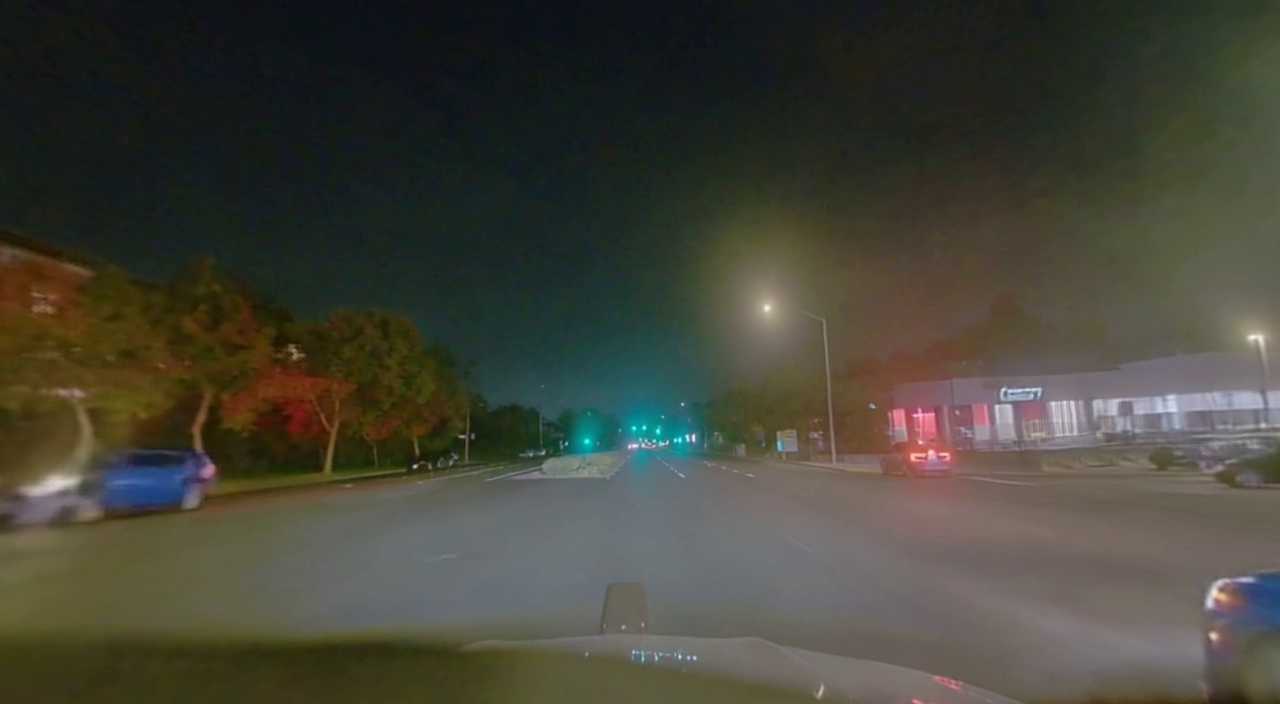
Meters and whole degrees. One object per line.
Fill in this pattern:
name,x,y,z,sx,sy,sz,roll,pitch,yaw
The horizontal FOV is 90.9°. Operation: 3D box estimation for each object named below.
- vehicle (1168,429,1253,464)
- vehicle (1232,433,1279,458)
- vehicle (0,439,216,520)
vehicle,29.987,4.970,33.074,5.036,1.698,2.031,6,-10,-35
vehicle,38.344,5.746,38.688,3.920,1.437,1.914,6,-10,-33
vehicle,-15.475,3.511,18.232,2.209,1.931,5.813,0,-8,2
